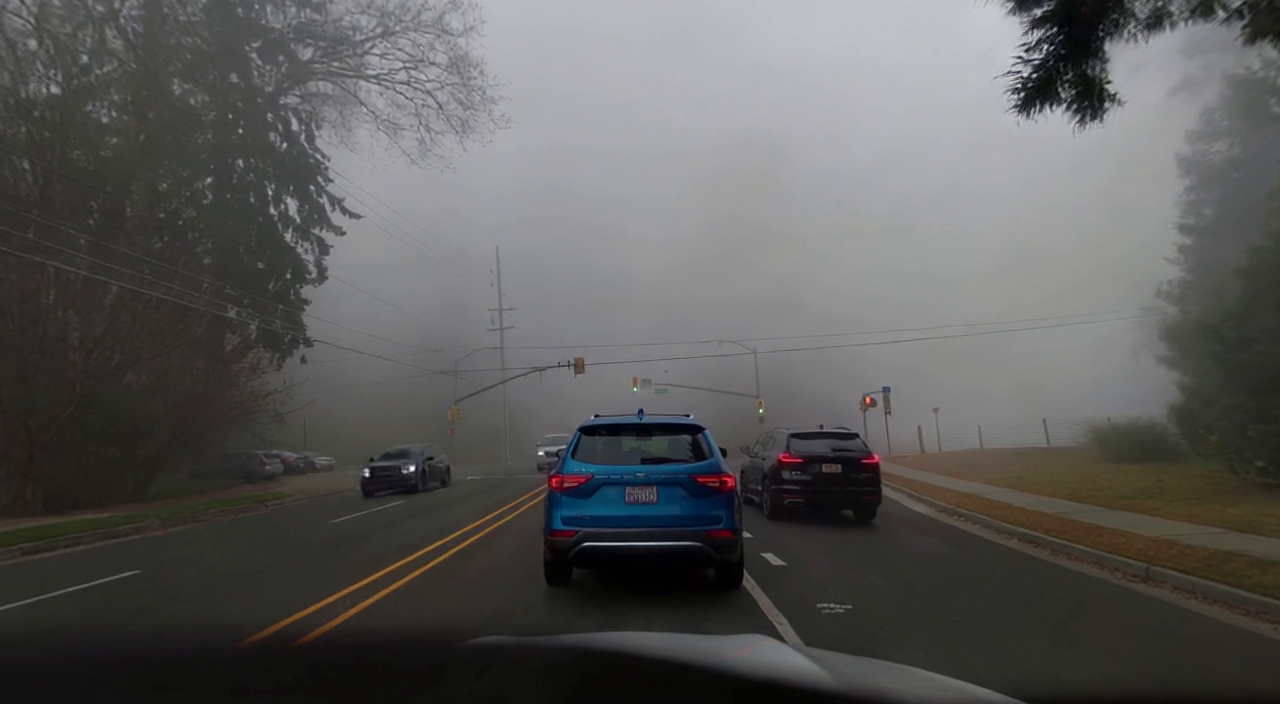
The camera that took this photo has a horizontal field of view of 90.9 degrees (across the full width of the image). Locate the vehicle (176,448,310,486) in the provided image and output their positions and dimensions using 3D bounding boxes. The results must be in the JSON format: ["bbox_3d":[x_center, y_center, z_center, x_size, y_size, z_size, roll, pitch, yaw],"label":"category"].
[{"bbox_3d":[-16.116,4.653,25.730,4.245,1.446,1.827,0,-8,1],"label":"vehicle"}]

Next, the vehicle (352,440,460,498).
[{"bbox_3d":[-7.477,3.736,20.584,1.985,1.672,3.960,0,-8,0],"label":"vehicle"}]

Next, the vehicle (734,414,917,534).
[{"bbox_3d":[3.076,2.118,11.527,1.967,1.756,4.281,0,-8,-1],"label":"vehicle"}]

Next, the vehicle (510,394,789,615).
[{"bbox_3d":[0.058,1.479,7.012,2.151,1.695,4.100,0,-8,0],"label":"vehicle"}]
